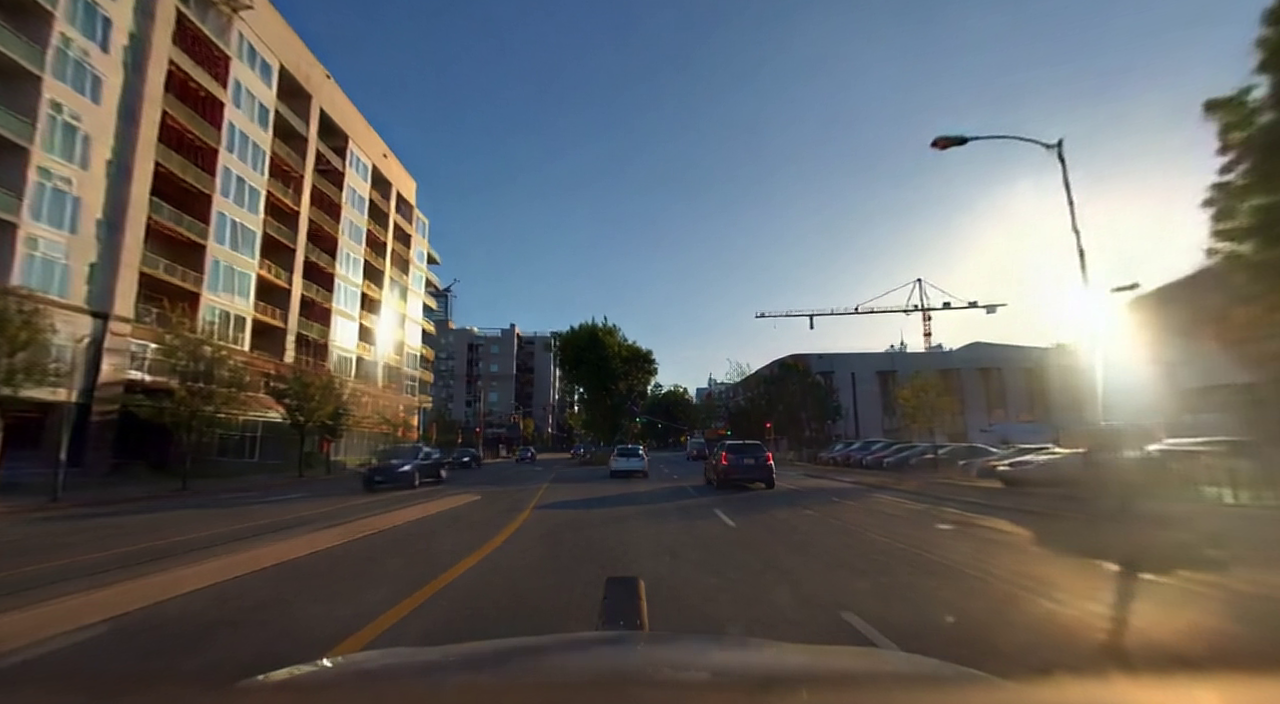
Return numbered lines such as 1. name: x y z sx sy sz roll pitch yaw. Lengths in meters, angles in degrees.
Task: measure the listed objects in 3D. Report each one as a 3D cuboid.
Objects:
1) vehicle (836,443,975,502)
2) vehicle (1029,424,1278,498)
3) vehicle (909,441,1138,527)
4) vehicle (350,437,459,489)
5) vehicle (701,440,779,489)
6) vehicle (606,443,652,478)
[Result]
1. vehicle: 7.407 3.385 18.212 1.893 1.455 4.571 0 -9 -2
2. vehicle: 13.067 2.801 16.353 4.622 1.761 1.986 0 -9 1
3. vehicle: 7.570 2.622 13.180 1.883 1.452 4.598 0 -9 0
4. vehicle: -8.062 3.843 22.172 2.072 1.623 4.564 0 -9 0
5. vehicle: 3.275 3.781 21.527 1.910 1.474 4.003 0 -9 -1
6. vehicle: -0.481 4.952 29.146 2.006 1.487 3.535 0 -9 0
